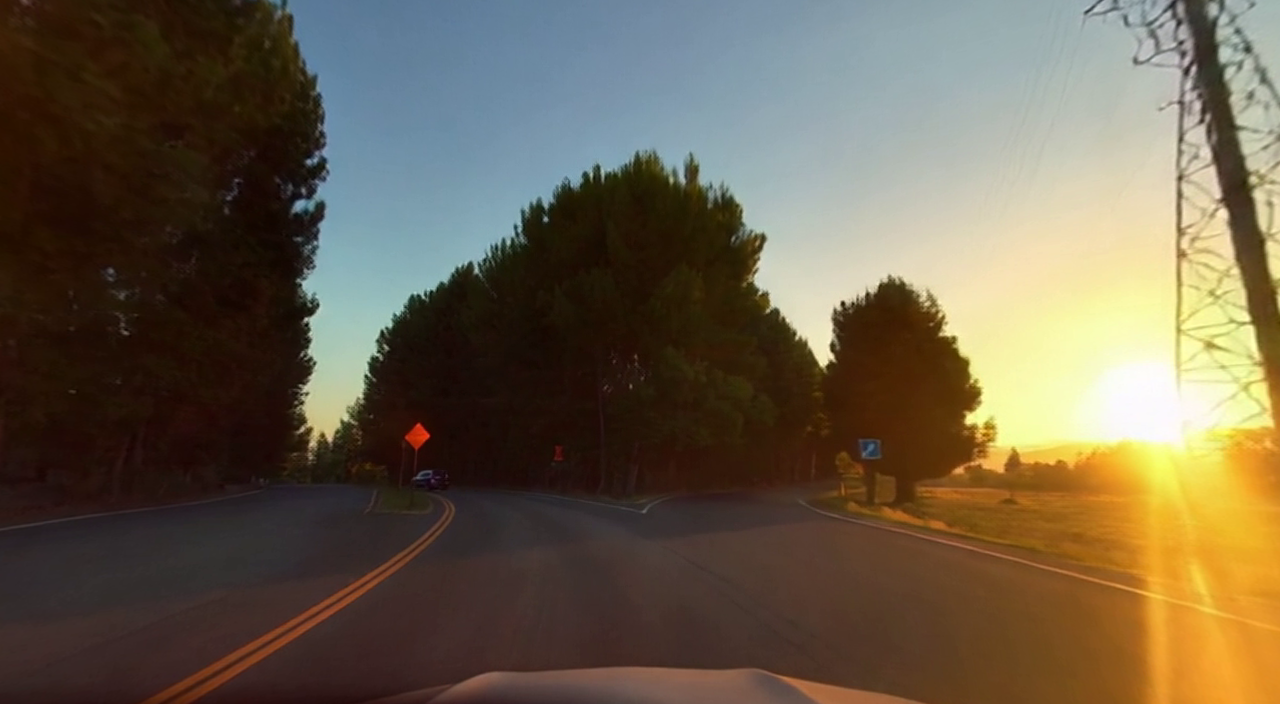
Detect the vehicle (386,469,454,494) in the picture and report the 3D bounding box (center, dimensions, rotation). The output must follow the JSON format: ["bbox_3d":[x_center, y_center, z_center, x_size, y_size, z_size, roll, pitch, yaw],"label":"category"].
[{"bbox_3d":[-15.034,8.855,43.268,1.889,1.583,3.992,-6,-13,32],"label":"vehicle"}]
